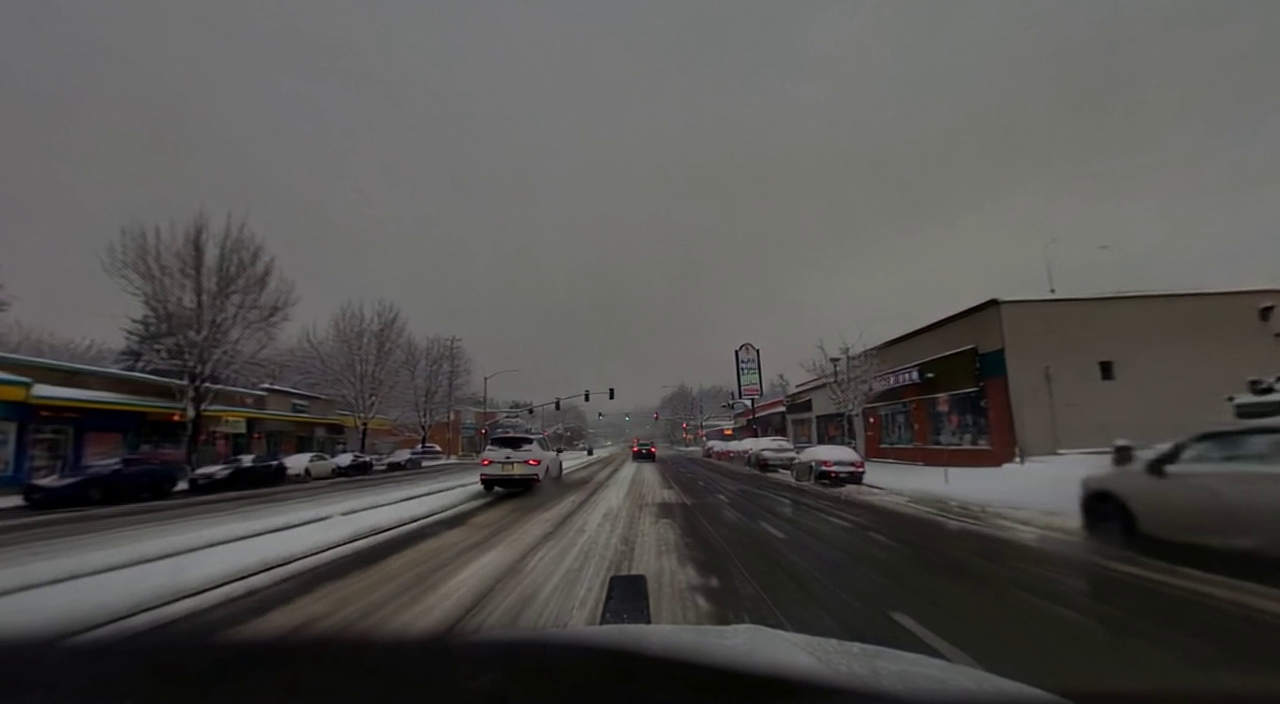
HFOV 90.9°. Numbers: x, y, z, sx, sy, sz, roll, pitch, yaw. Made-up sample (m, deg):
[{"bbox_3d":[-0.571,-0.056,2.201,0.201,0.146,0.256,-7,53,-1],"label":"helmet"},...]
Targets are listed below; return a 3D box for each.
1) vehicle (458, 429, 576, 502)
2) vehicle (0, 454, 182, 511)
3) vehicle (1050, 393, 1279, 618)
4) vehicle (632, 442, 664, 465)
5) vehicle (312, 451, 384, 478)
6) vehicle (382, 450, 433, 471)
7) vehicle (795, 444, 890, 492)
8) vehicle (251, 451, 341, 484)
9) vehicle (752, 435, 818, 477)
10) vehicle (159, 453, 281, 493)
[{"bbox_3d":[-3.032,2.933,16.663,2.049,1.646,4.445,0,-9,2],"label":"vehicle"},{"bbox_3d":[-17.143,3.967,19.716,1.984,1.494,4.815,0,-9,0],"label":"vehicle"},{"bbox_3d":[6.343,1.306,5.463,2.098,1.845,5.117,0,-9,0],"label":"vehicle"},{"bbox_3d":[0.519,6.752,42.097,2.037,1.484,4.073,0,-9,0],"label":"vehicle"},{"bbox_3d":[-16.940,6.508,36.793,2.046,1.458,4.539,0,-9,0],"label":"vehicle"},{"bbox_3d":[-16.914,7.899,46.137,1.894,1.458,4.565,0,-9,1],"label":"vehicle"},{"bbox_3d":[6.869,3.947,21.893,1.871,1.478,4.272,0,-9,0],"label":"vehicle"},{"bbox_3d":[-17.079,5.749,31.579,1.800,1.470,4.548,-1,-9,2],"label":"vehicle"},{"bbox_3d":[6.915,5.034,30.701,2.005,1.858,5.253,0,-9,0],"label":"vehicle"},{"bbox_3d":[-17.190,4.942,26.137,1.788,1.475,4.737,0,-9,0],"label":"vehicle"}]
